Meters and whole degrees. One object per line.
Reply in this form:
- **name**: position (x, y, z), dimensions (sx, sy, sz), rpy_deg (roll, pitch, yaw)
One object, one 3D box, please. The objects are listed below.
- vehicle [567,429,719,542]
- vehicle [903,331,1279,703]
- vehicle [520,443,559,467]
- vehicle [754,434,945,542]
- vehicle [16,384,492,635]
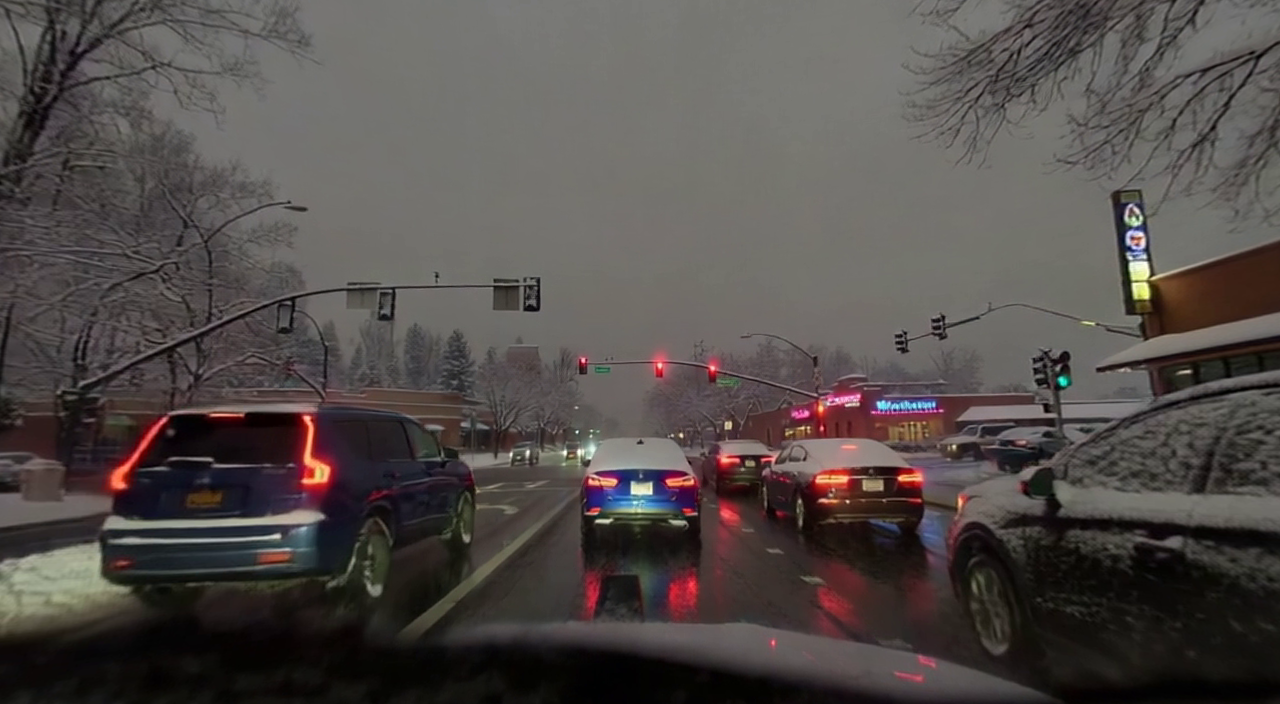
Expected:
- **vehicle**: position (0.028, 2.175, 10.883), dimensions (2.154, 1.577, 3.723), rpy_deg (0, -8, 0)
- **vehicle**: position (3.035, 0.860, 2.568), dimensions (2.075, 1.661, 4.401), rpy_deg (0, -8, 1)
- **vehicle**: position (-7.893, 8.085, 49.928), dimensions (2.293, 1.777, 4.497), rpy_deg (0, -8, 0)
- **vehicle**: position (3.347, 2.236, 11.087), dimensions (1.865, 1.496, 4.170), rpy_deg (0, -8, -1)
- **vehicle**: position (-3.405, 1.511, 7.099), dimensions (2.257, 1.823, 4.777), rpy_deg (0, -8, 1)
